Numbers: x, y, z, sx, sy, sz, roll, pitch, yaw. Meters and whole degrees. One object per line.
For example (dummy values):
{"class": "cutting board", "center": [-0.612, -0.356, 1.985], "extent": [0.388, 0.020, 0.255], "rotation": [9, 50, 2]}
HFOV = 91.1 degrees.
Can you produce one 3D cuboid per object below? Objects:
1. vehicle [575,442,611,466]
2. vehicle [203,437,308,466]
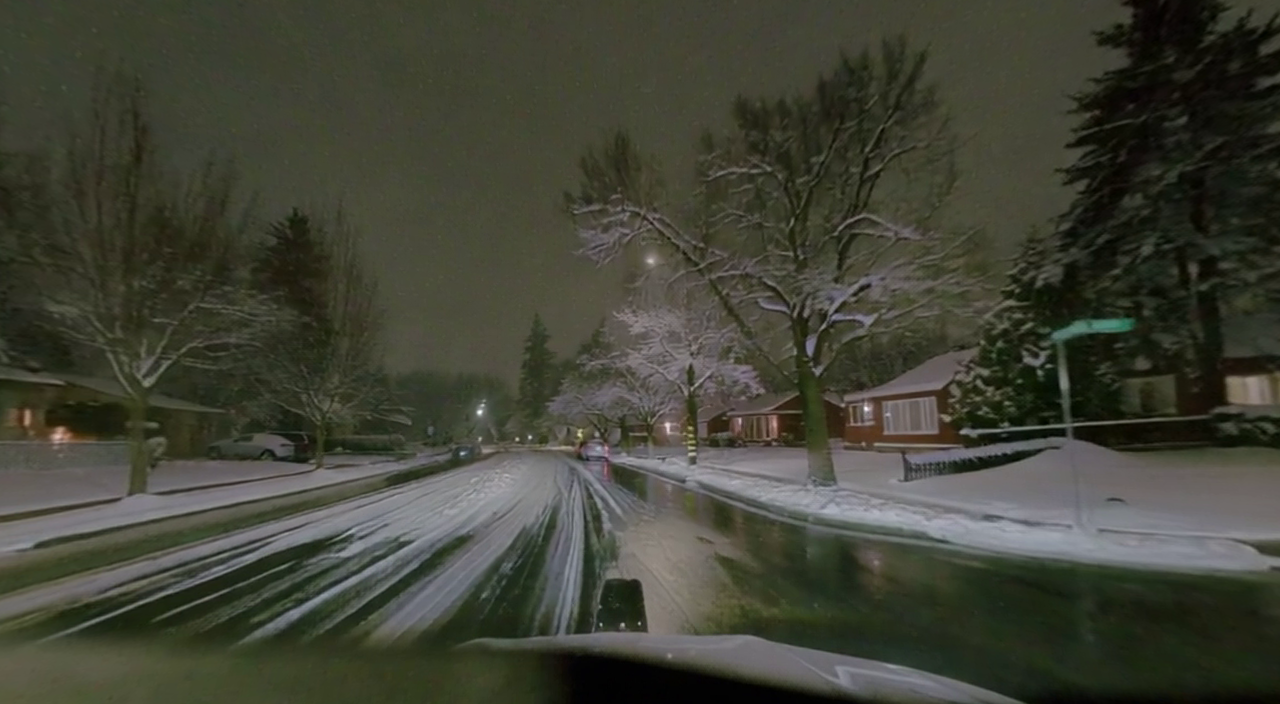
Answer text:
{"class": "vehicle", "center": [-3.153, 6.673, 41.430], "extent": [2.088, 1.429, 4.796], "rotation": [1, -8, -7]}
{"class": "vehicle", "center": [-20.806, 5.370, 34.122], "extent": [4.344, 1.483, 1.928], "rotation": [0, -8, -4]}
